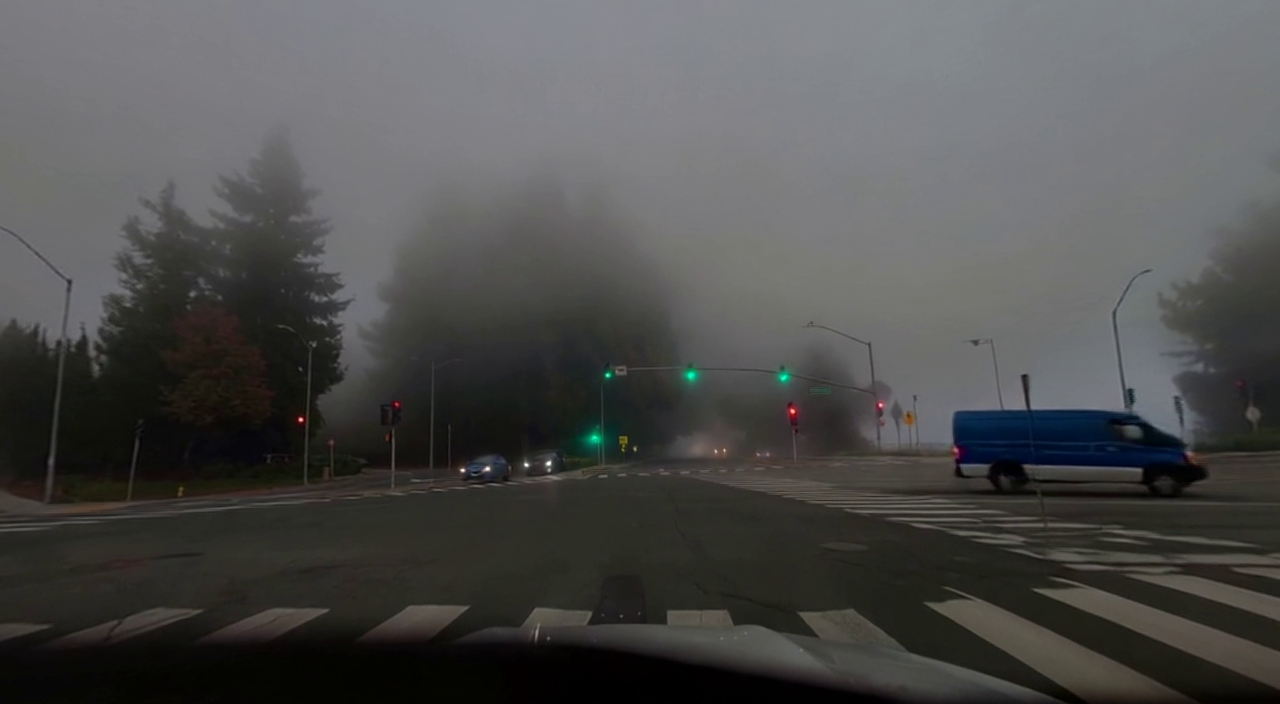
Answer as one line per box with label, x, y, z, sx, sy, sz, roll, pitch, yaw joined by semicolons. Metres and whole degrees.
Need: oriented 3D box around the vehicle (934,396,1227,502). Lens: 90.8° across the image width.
vehicle;11.151;2.556;16.772;5.791;2.404;2.465;-3;-9;21
